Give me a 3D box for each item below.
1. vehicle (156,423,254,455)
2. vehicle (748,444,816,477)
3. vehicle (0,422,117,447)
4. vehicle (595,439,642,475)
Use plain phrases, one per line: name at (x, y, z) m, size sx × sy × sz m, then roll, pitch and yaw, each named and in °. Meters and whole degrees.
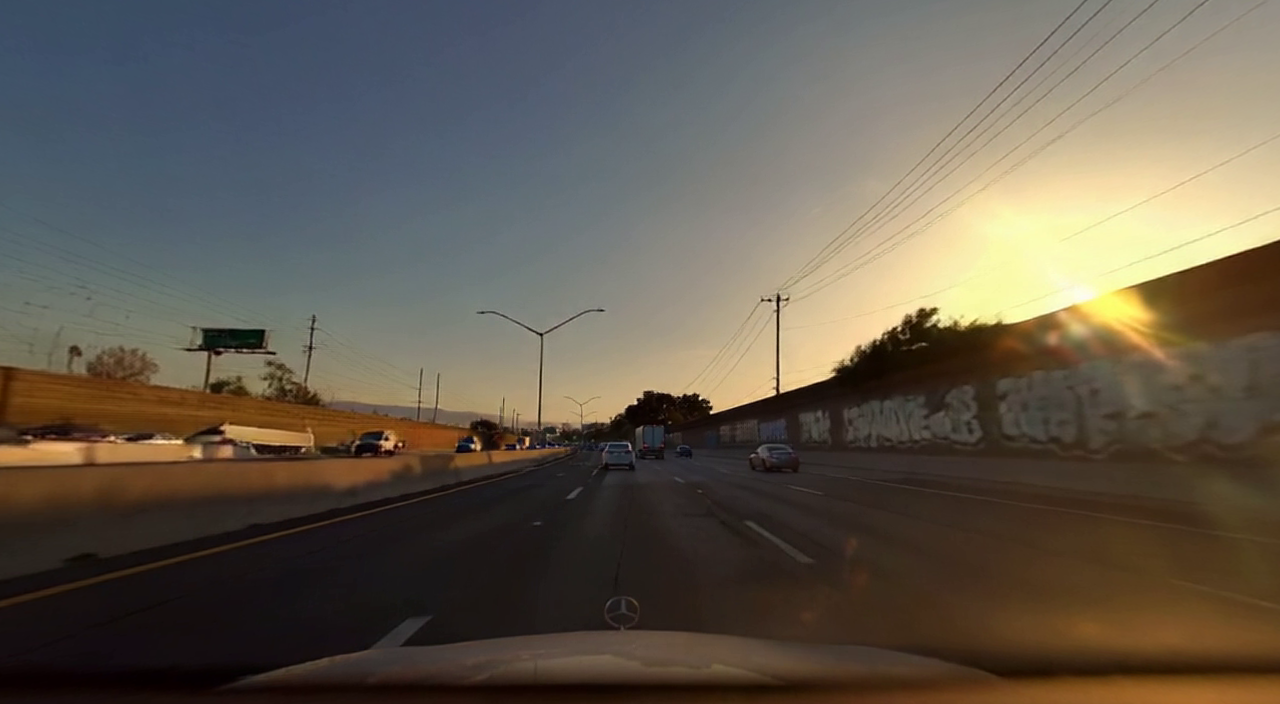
vehicle at (-31.592, 6.352, 45.965) m, size 5.594 × 2.183 × 2.388 m, roll 6°, pitch -11°, yaw -36°
vehicle at (6.797, 5.250, 30.831) m, size 2.018 × 1.451 × 4.762 m, roll 0°, pitch -9°, yaw -2°
vehicle at (-30.719, 4.366, 33.258) m, size 4.589 × 1.209 × 2.187 m, roll 5°, pitch -10°, yaw -32°
vehicle at (-1.053, 5.220, 31.481) m, size 2.191 × 1.685 × 3.353 m, roll 0°, pitch -9°, yaw -2°
